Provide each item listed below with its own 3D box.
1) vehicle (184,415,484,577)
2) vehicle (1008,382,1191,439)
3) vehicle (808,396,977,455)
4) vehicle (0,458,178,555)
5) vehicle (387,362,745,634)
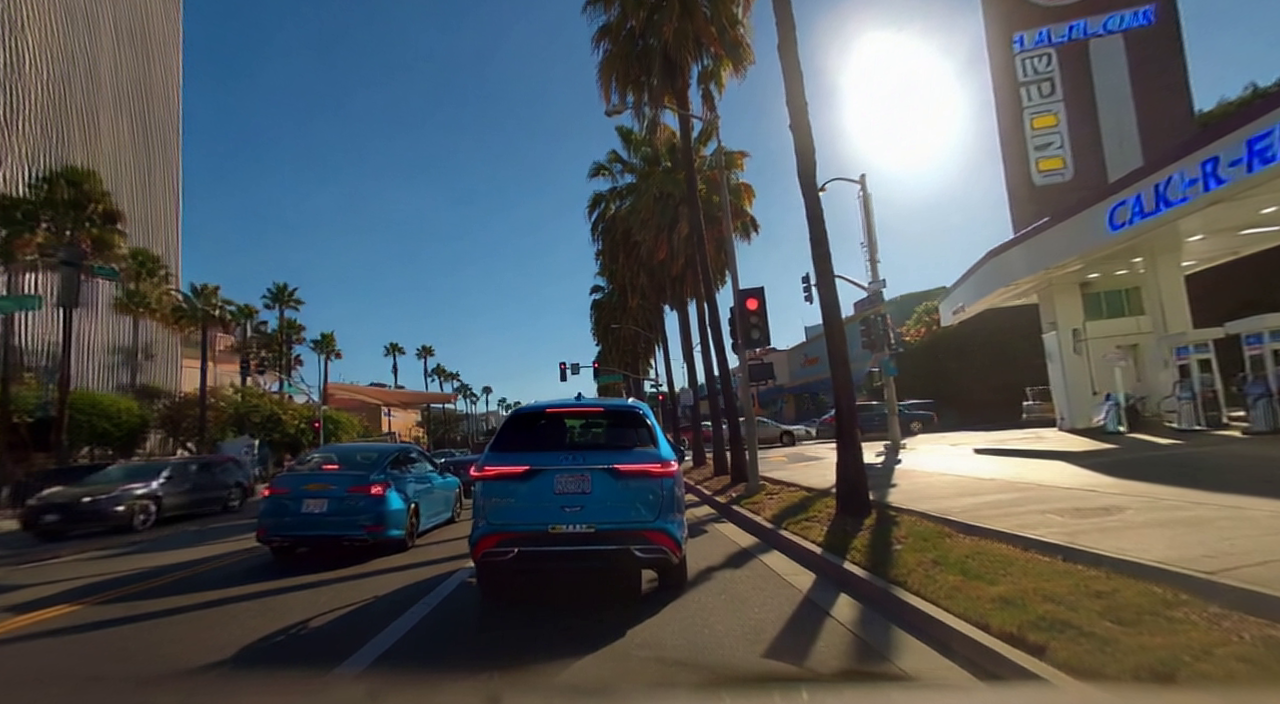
[{"bbox_3d":[-3.874,1.894,9.295,2.097,1.692,5.030,0,-8,-3],"label":"vehicle"},{"bbox_3d":[17.038,2.228,23.642,5.033,1.999,2.259,0,-8,-2],"label":"vehicle"},{"bbox_3d":[9.193,2.733,23.324,5.307,2.076,2.122,0,-8,-5],"label":"vehicle"},{"bbox_3d":[-12.482,3.380,14.654,2.331,1.708,4.660,5,-10,-31],"label":"vehicle"},{"bbox_3d":[-0.637,1.373,6.987,2.519,1.913,4.819,0,-8,-3],"label":"vehicle"}]
